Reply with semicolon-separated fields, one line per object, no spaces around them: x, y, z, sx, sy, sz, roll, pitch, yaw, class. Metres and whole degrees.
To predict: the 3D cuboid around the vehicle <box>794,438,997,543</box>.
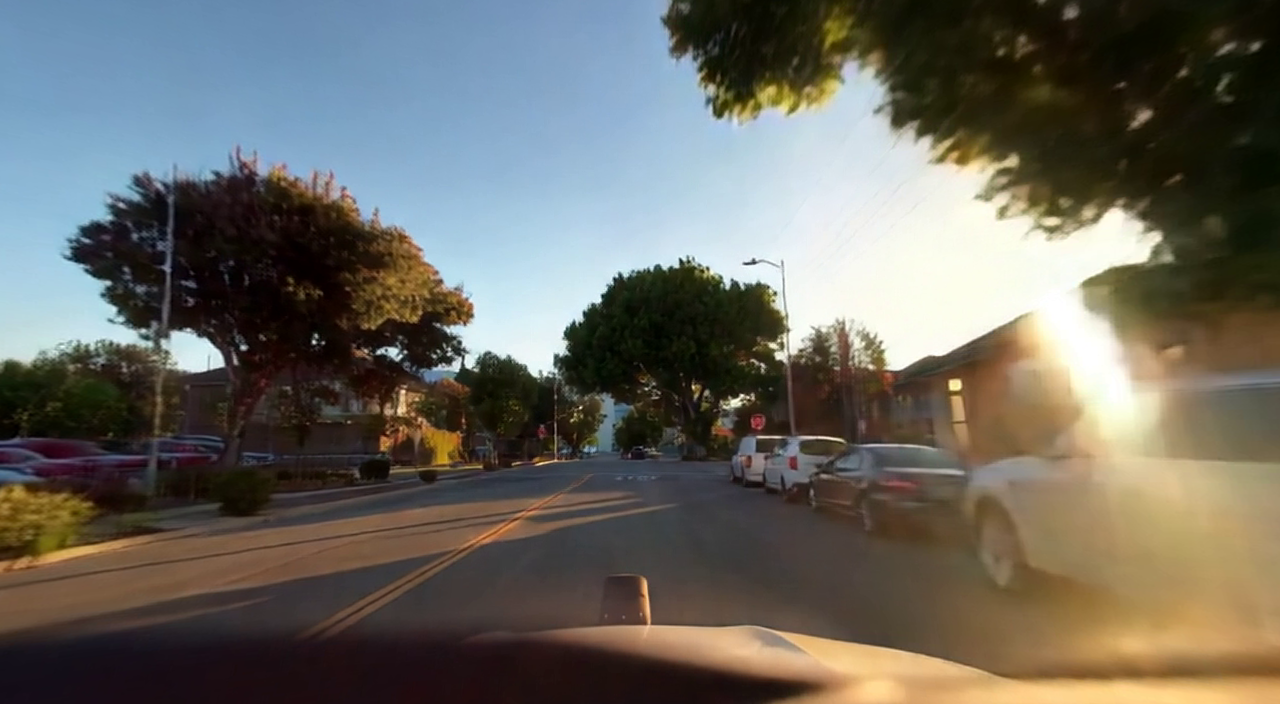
4.227;2.323;11.268;1.801;1.491;4.308;0;-8;0;vehicle

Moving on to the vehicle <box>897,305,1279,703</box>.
4.018;0.962;4.013;2.292;1.974;5.853;0;-8;0;vehicle

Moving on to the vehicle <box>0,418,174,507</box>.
-16.441;3.080;17.338;5.490;2.067;2.220;-5;-7;1;vehicle
